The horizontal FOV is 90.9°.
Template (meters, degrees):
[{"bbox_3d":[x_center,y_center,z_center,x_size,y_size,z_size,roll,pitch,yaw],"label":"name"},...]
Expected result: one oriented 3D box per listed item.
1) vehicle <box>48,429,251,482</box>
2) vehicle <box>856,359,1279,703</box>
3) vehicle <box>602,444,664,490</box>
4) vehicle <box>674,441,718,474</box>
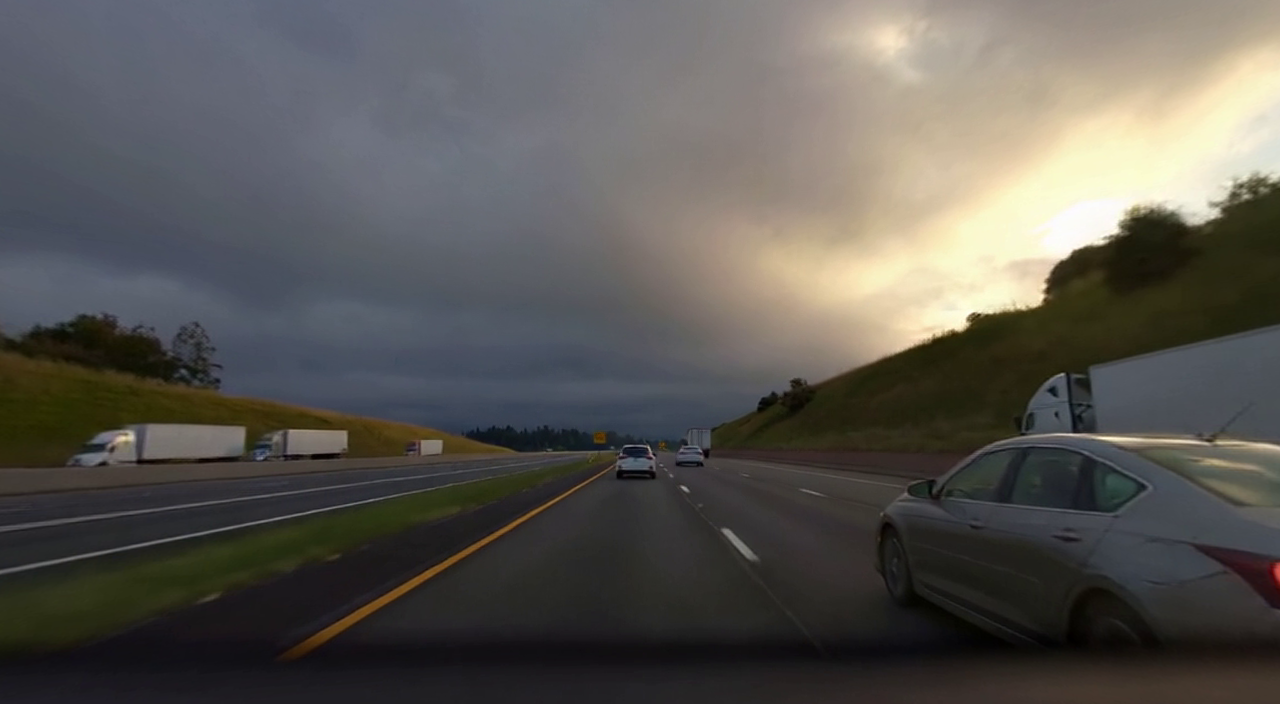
[{"bbox_3d":[-35.956,7.508,47.840,2.901,3.250,16.142,-2,-7,-1],"label":"vehicle"},{"bbox_3d":[2.933,0.995,3.187,1.997,1.534,4.664,0,-9,0],"label":"vehicle"},{"bbox_3d":[-0.240,4.007,22.220,1.970,1.441,3.846,0,-9,0],"label":"vehicle"},{"bbox_3d":[3.109,5.972,35.773,2.048,1.704,4.284,0,-9,0],"label":"vehicle"}]
